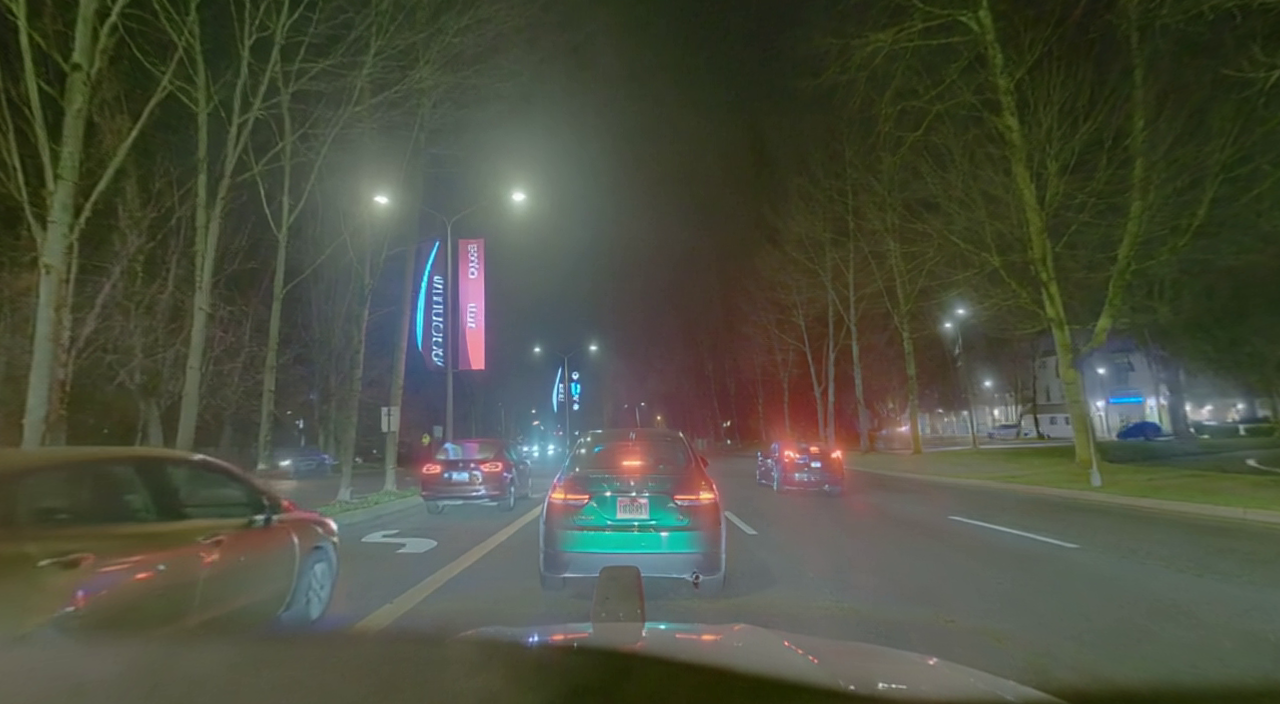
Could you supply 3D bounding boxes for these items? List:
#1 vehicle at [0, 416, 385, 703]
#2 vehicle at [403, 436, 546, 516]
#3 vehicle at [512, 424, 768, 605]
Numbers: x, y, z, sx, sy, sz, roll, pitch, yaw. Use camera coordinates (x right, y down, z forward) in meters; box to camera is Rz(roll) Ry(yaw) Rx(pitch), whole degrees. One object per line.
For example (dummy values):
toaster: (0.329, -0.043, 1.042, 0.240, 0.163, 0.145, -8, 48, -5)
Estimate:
vehicle: (-3.338, 1.149, 3.583, 1.952, 1.431, 4.383, 0, -8, 0)
vehicle: (-3.471, 2.678, 14.231, 1.961, 1.487, 4.453, 0, -8, 1)
vehicle: (-0.057, 1.641, 7.299, 2.126, 1.475, 3.967, 0, -8, -2)
